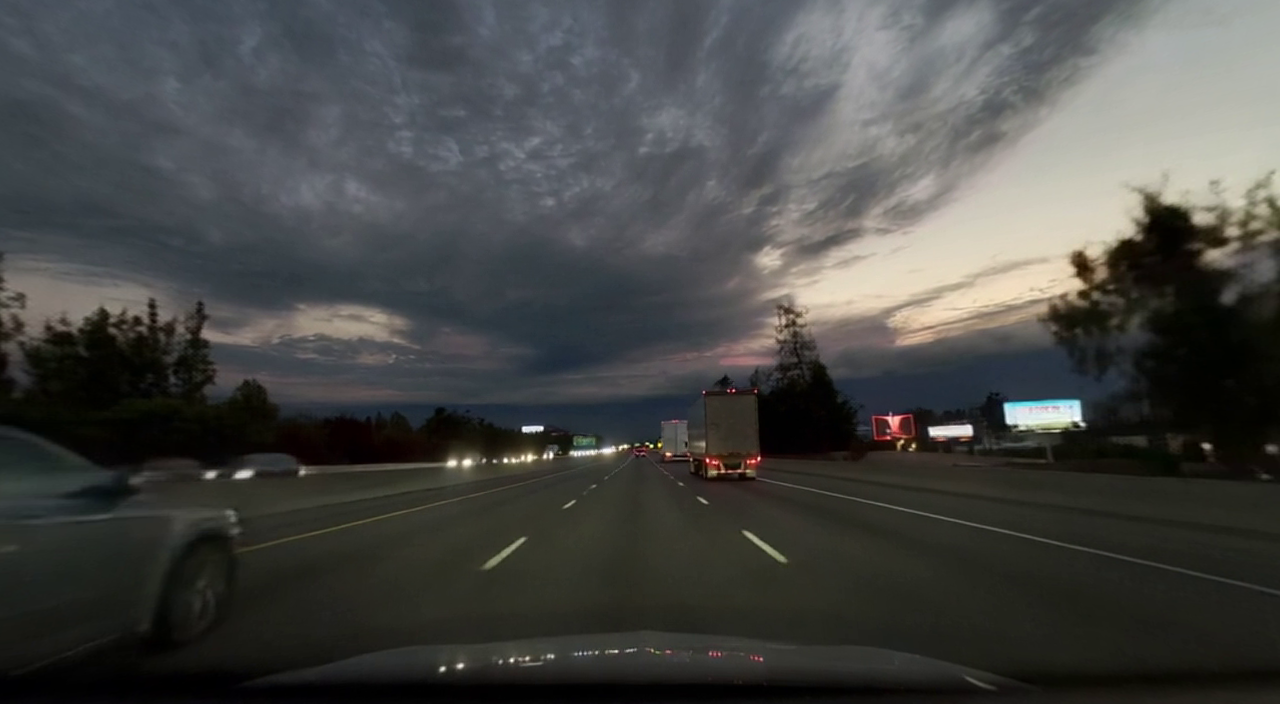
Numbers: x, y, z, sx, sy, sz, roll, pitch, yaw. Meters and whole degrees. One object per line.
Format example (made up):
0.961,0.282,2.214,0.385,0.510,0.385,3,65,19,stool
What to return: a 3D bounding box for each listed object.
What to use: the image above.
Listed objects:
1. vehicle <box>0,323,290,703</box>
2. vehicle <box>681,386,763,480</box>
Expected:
-3.642,0.712,1.957,2.291,1.788,4.825,0,-9,0,vehicle
4.172,4.762,35.726,2.826,4.269,14.176,0,-9,0,vehicle
